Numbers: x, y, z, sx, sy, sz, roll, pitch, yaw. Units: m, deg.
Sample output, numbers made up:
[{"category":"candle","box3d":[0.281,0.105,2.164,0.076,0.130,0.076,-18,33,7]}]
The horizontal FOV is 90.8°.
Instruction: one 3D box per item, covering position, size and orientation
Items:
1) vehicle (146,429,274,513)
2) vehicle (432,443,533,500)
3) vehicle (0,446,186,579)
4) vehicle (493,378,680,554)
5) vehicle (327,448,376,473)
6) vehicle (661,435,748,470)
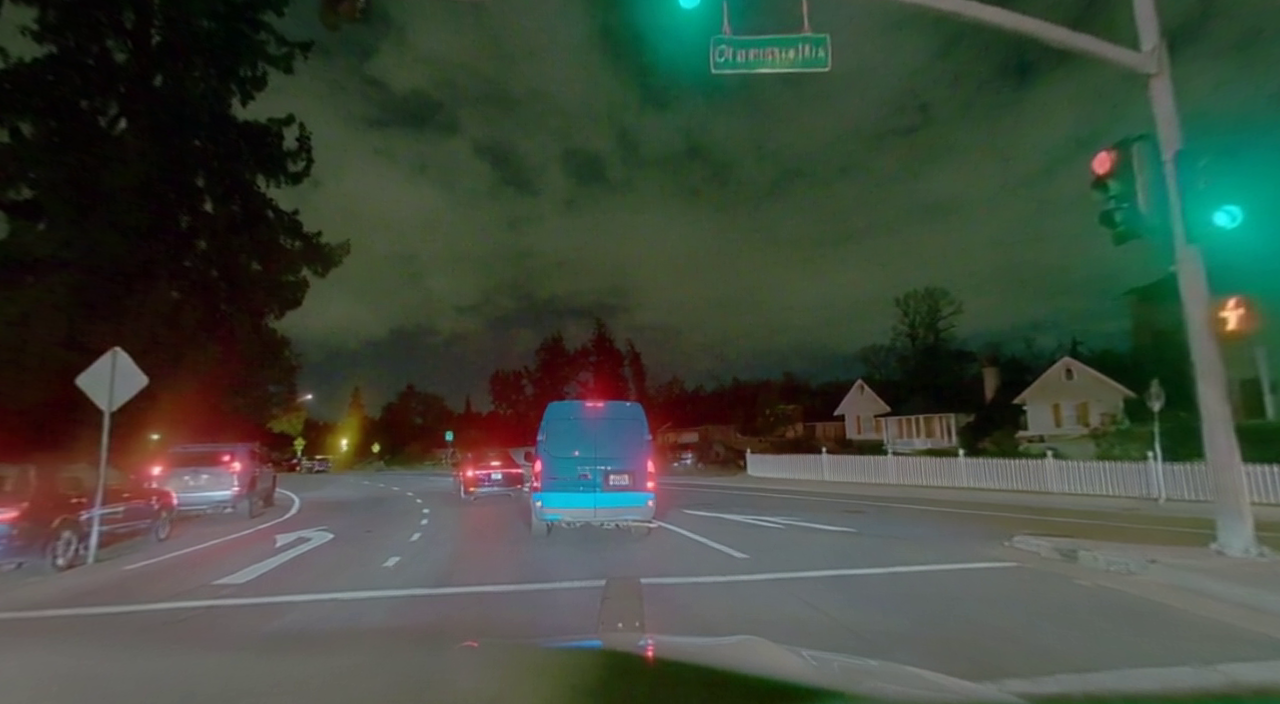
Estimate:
[{"category":"vehicle","box3d":[-11.516,3.154,17.366,2.228,1.871,5.492,4,-10,-28]},{"category":"vehicle","box3d":[-4.761,3.429,18.608,2.008,1.445,4.386,4,-9,-25]},{"category":"vehicle","box3d":[-8.550,2.066,8.853,1.952,1.461,4.377,2,-9,-14]},{"category":"vehicle","box3d":[-1.163,1.764,10.333,2.213,2.124,4.809,2,-9,-15]},{"category":"vehicle","box3d":[-18.461,6.890,40.351,1.911,1.493,4.291,6,-11,-36]},{"category":"vehicle","box3d":[3.554,5.458,34.392,4.559,1.754,1.985,6,-11,-37]}]
